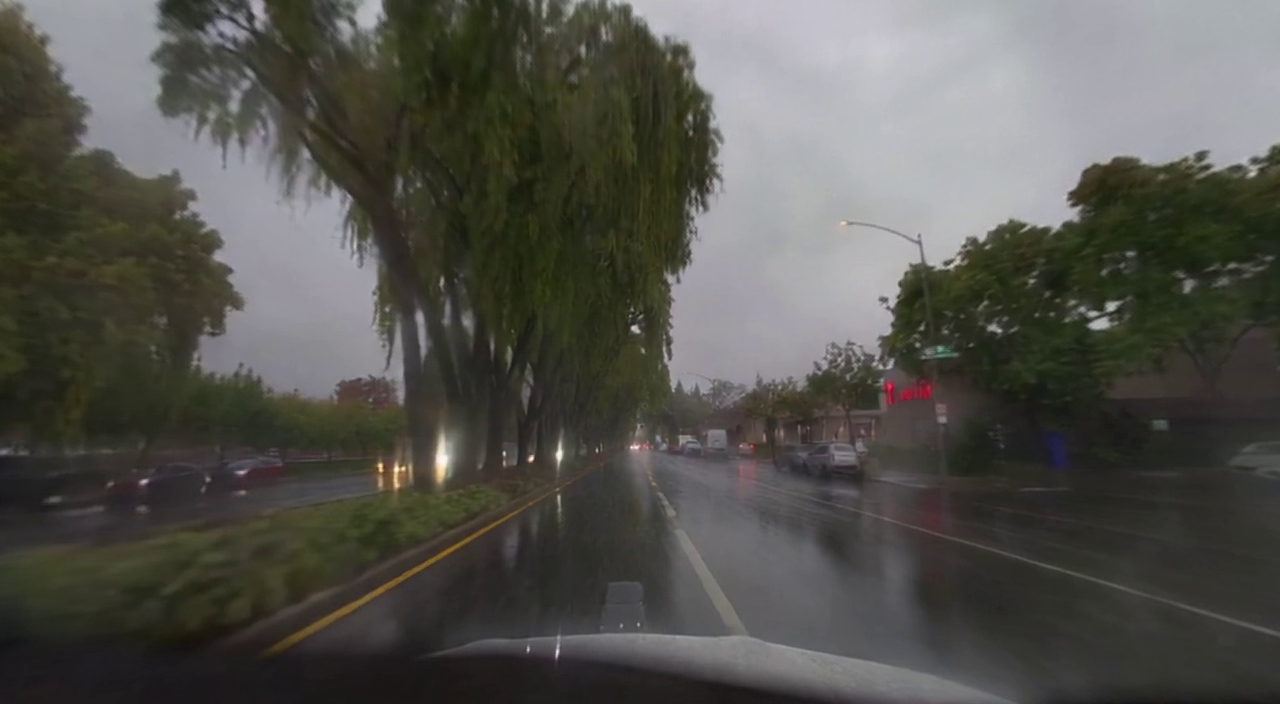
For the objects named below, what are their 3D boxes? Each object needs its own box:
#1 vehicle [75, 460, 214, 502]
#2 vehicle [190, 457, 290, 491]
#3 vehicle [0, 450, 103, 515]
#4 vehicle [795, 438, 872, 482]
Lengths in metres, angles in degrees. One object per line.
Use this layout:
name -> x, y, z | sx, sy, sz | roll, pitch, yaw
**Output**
vehicle -> -19.841, 5.152, 25.626 | 1.795, 1.452, 4.718 | 0, -9, 1
vehicle -> -19.809, 6.031, 31.565 | 1.840, 1.464, 4.781 | 0, -9, 1
vehicle -> -20.112, 3.969, 19.283 | 2.208, 1.882, 5.826 | -1, -9, 2
vehicle -> 9.030, 5.076, 29.848 | 1.994, 1.738, 4.622 | 5, -9, -2
